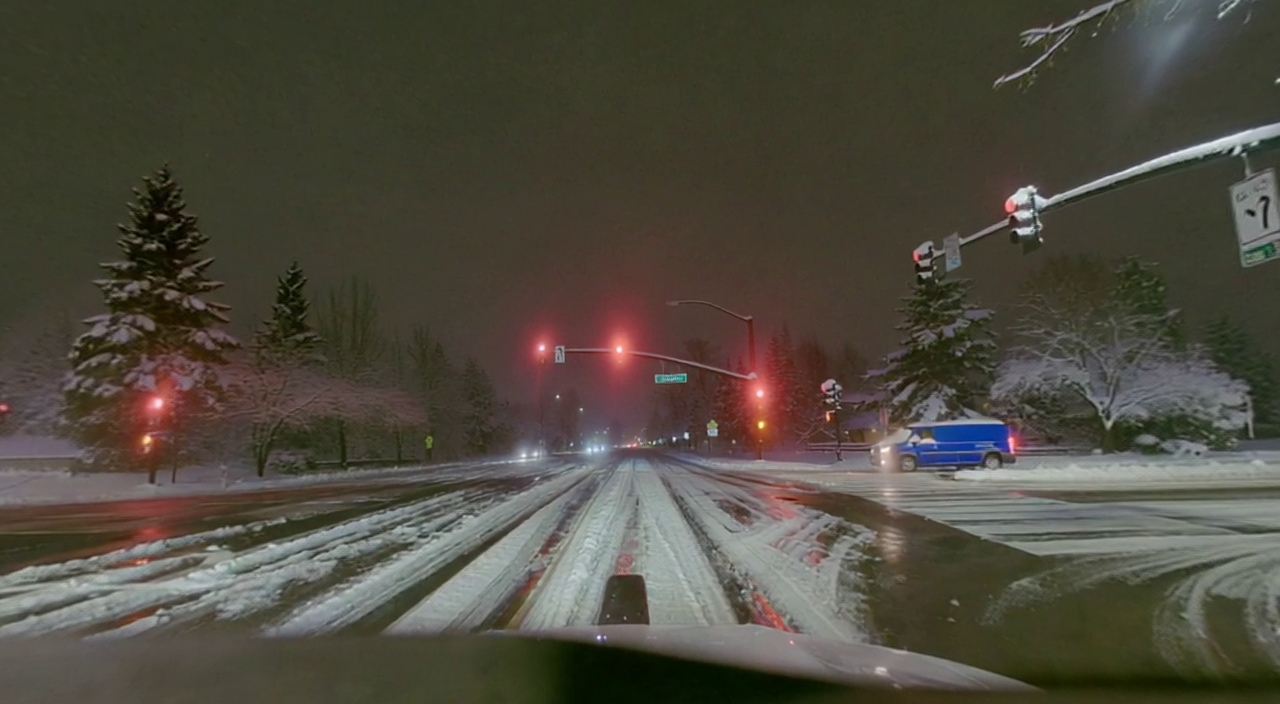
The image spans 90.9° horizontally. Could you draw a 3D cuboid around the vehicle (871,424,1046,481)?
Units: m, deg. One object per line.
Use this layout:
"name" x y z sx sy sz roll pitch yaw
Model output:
"vehicle" 10.545 3.359 21.178 4.790 1.798 1.909 0 -8 0
